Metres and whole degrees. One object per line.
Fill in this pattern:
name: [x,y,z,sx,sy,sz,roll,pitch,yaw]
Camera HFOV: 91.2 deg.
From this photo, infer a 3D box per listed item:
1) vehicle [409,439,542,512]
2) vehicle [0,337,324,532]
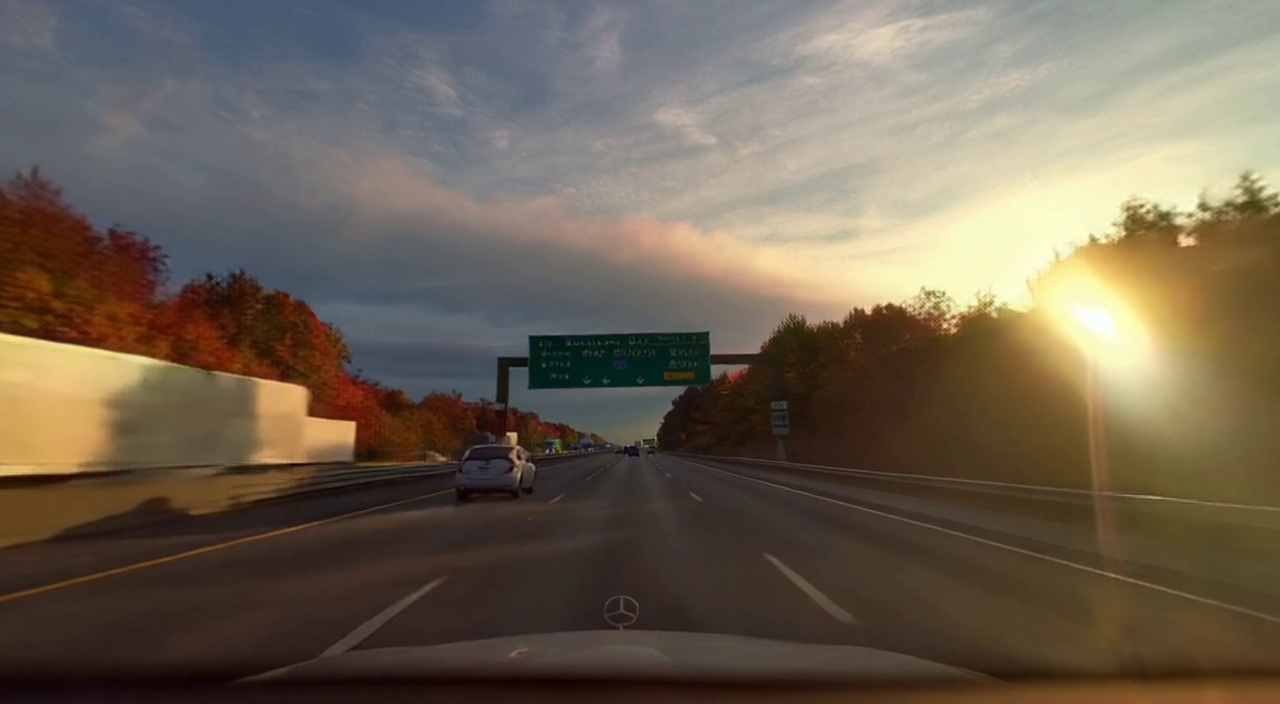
vehicle: [-3.995,3.089,16.207,2.153,1.577,4.707,0,-9,0]
vehicle: [-14.840,2.488,17.975,2.934,4.021,16.786,0,-9,0]
